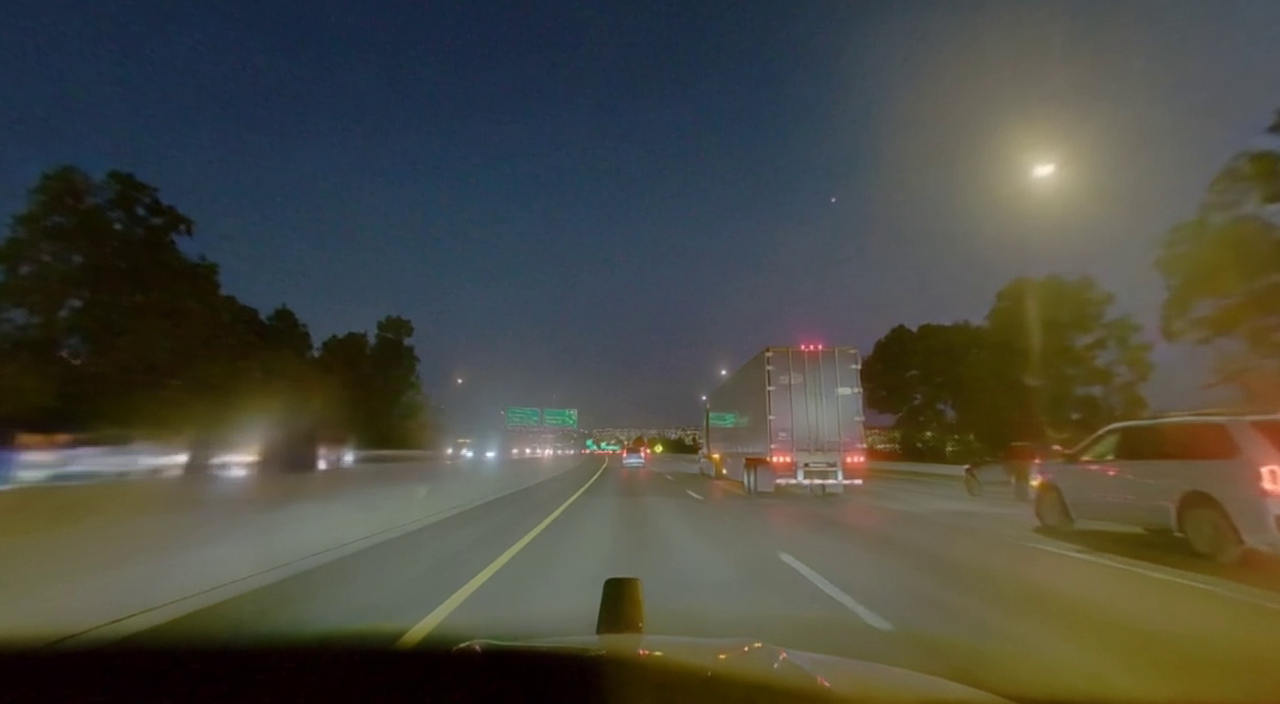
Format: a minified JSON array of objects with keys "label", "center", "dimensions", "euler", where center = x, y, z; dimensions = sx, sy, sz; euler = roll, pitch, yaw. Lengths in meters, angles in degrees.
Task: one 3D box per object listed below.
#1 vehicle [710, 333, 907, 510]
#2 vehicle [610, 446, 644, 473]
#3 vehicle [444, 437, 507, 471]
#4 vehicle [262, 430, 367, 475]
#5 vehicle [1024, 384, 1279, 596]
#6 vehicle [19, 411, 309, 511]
[{"label":"vehicle","center":[4.552,2.627,21.276],"dimensions":[2.890,4.006,14.039],"euler":[0,-9,0]},{"label":"vehicle","center":[-0.827,6.900,40.509],"dimensions":[2.111,1.599,3.859],"euler":[0,-9,-1]},{"label":"vehicle","center":[-8.085,5.072,31.442],"dimensions":[1.839,1.512,4.771],"euler":[0,-9,1]},{"label":"vehicle","center":[-11.666,3.636,22.851],"dimensions":[1.858,1.489,3.611],"euler":[0,-9,0]},{"label":"vehicle","center":[6.808,1.417,6.795],"dimensions":[2.128,1.872,5.043],"euler":[0,-9,0]},{"label":"vehicle","center":[-8.412,2.001,11.848],"dimensions":[1.952,1.500,4.487],"euler":[0,-9,0]}]
